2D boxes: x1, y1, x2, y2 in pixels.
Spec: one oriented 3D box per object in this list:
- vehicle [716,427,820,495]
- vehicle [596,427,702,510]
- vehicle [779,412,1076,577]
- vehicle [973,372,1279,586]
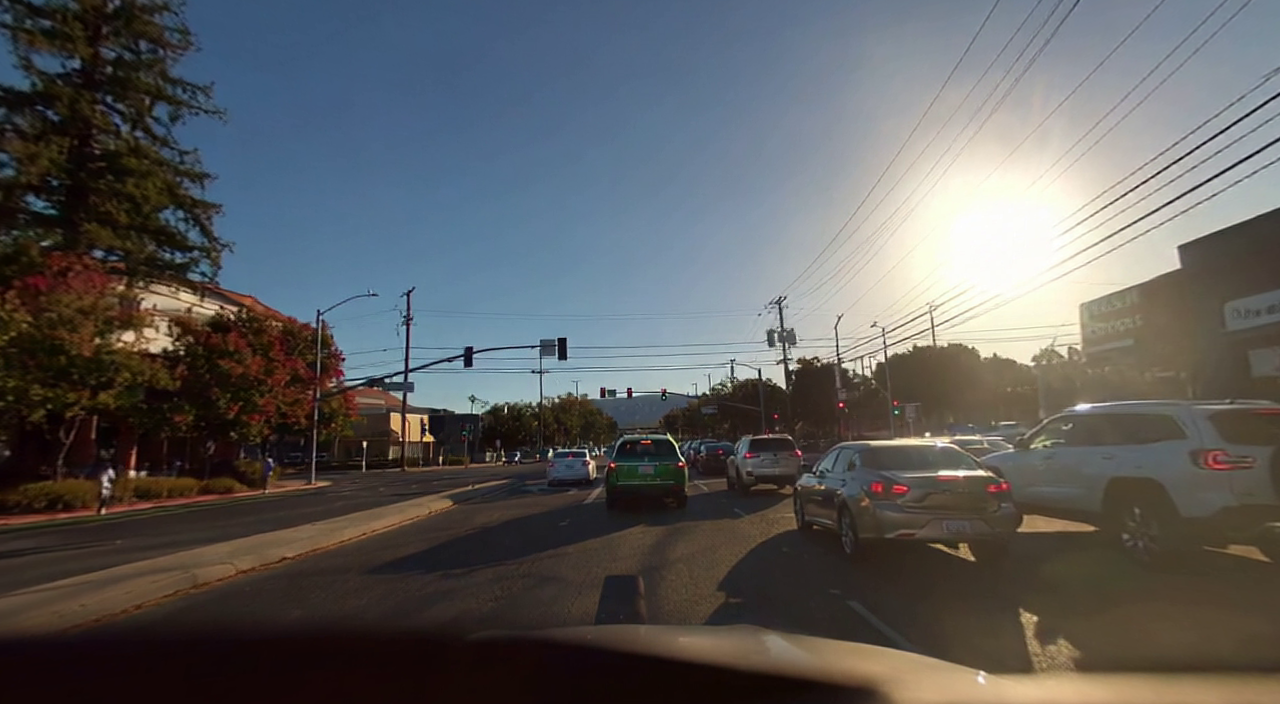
[{"bbox_3d":[3.696,3.240,19.178,2.060,1.789,4.712,0,-9,-1],"label":"vehicle"},{"bbox_3d":[0.180,2.665,14.852,2.149,1.668,3.962,0,-9,0],"label":"vehicle"},{"bbox_3d":[3.322,1.736,8.457,1.998,1.620,4.267,0,-9,1],"label":"vehicle"},{"bbox_3d":[6.675,1.499,8.204,2.080,1.958,4.653,0,-9,-1],"label":"vehicle"}]
